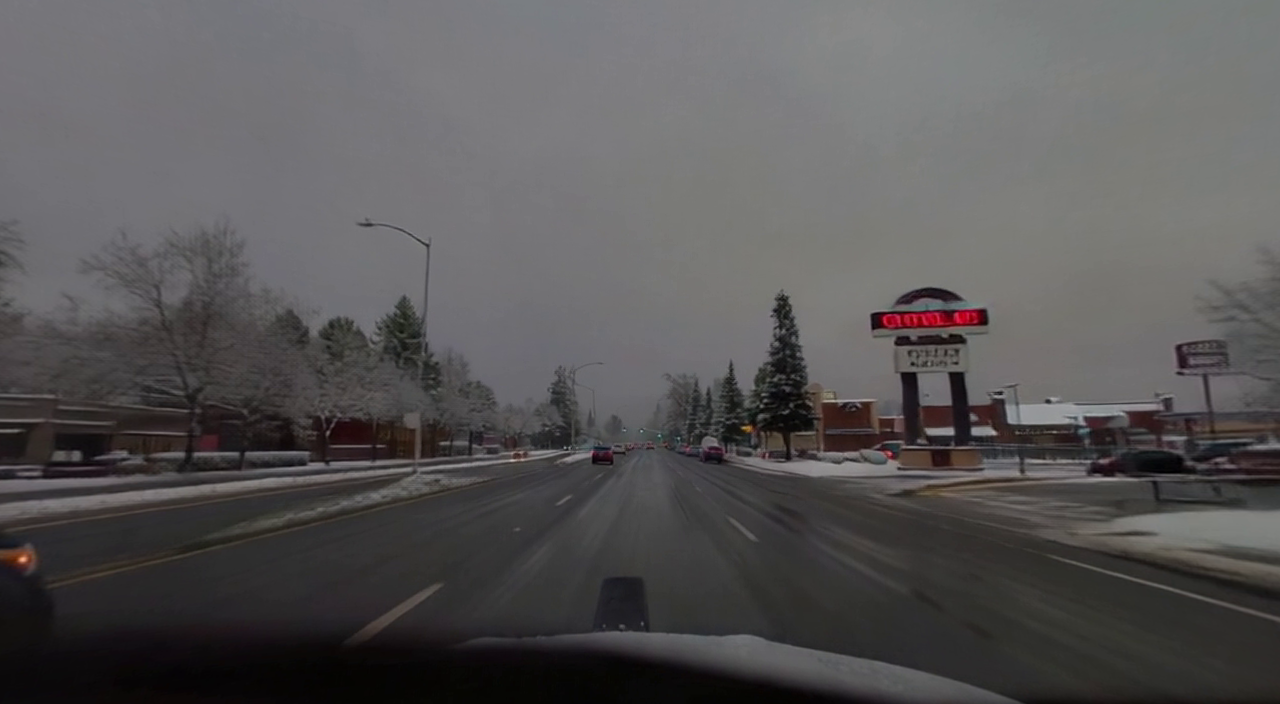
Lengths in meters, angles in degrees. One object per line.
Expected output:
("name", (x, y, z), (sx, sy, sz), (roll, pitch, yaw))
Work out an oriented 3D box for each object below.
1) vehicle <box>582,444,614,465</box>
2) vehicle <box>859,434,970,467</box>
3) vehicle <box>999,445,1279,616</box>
("vehicle", (-3.034, 7.541, 46.549), (2.005, 1.446, 4.265), (0, -8, 1))
("vehicle", (16.129, 5.879, 37.341), (1.691, 1.670, 5.790), (8, -14, -39))
("vehicle", (6.607, 1.873, 7.602), (1.923, 1.482, 4.558), (0, -8, 1))
